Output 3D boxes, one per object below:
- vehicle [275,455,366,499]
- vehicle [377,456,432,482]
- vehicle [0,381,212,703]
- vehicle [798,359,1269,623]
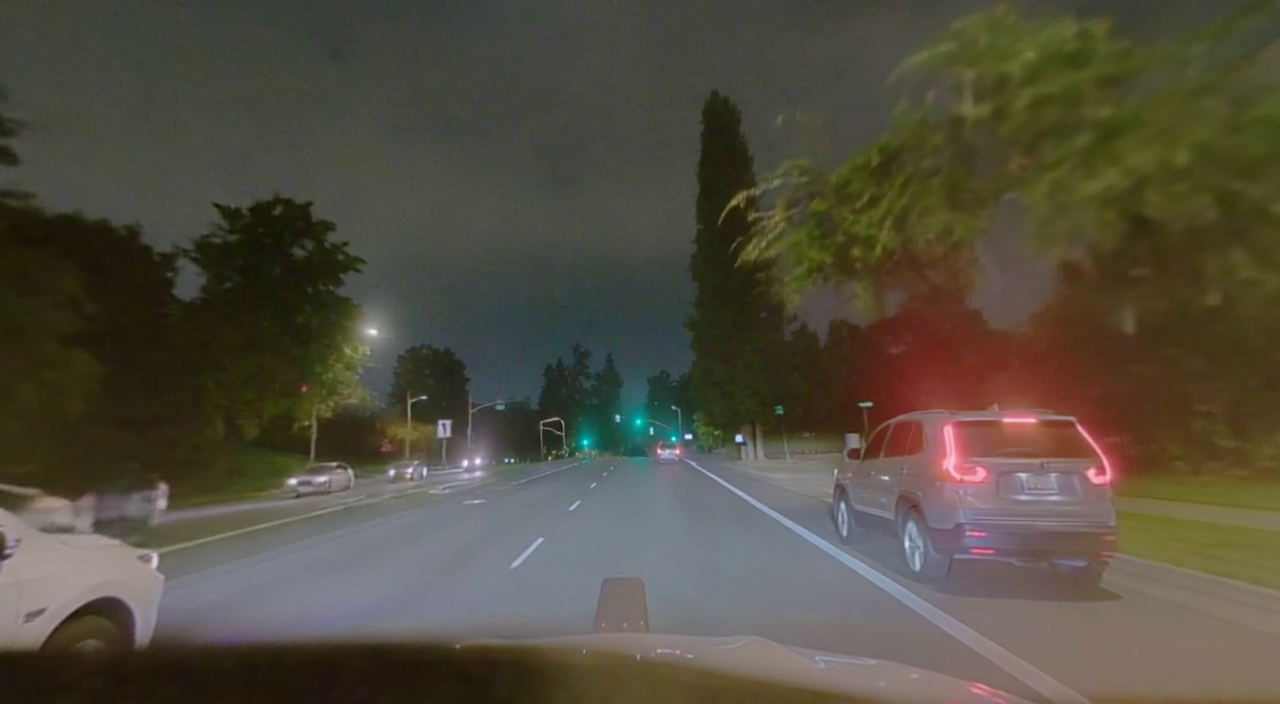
[{"bbox_3d":[-14.042,5.460,27.990,1.954,1.707,4.410,0,-9,-4],"label":"vehicle"},{"bbox_3d":[-15.083,7.490,40.657,1.967,1.512,4.901,0,-9,-4],"label":"vehicle"},{"bbox_3d":[-3.574,0.792,1.375,2.058,1.659,4.514,0,-9,0],"label":"vehicle"},{"bbox_3d":[3.789,1.506,7.830,2.338,2.063,5.592,-1,-9,2],"label":"vehicle"}]
